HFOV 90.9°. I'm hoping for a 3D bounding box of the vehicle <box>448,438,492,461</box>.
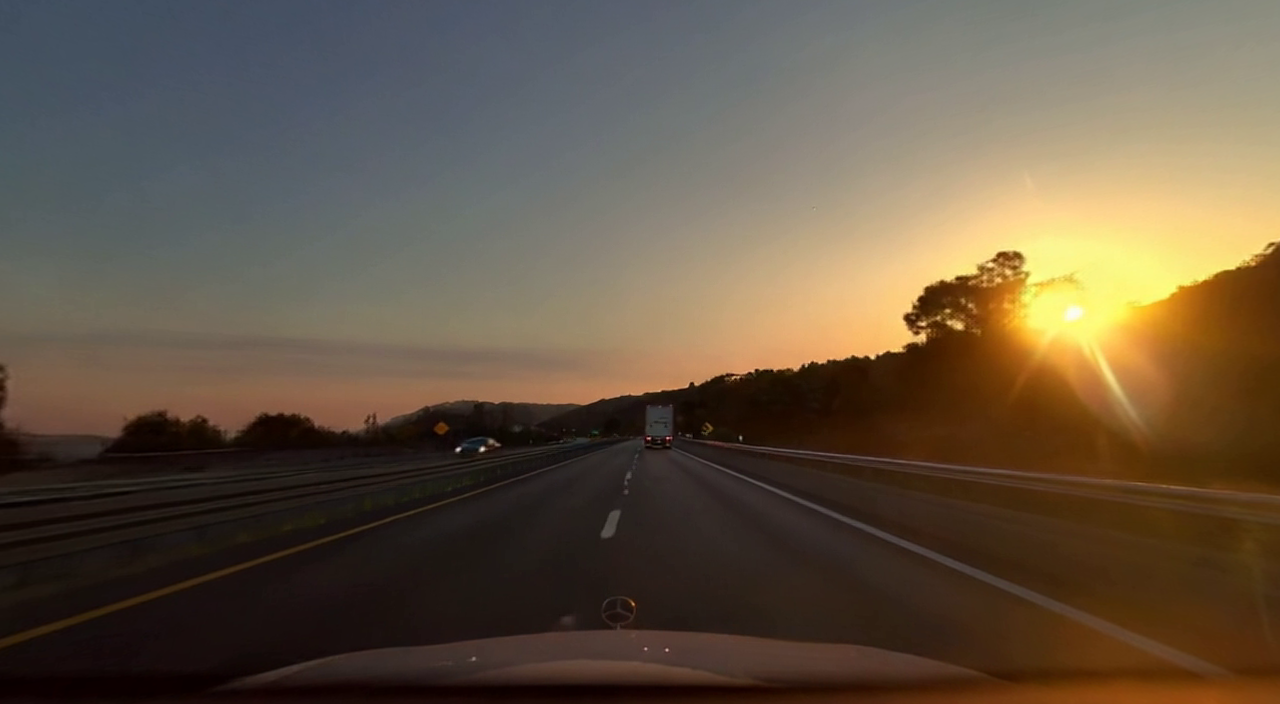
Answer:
[{"bbox_3d":[-12.080,6.927,45.143,1.836,1.511,4.647,0,-8,0],"label":"vehicle"}]
